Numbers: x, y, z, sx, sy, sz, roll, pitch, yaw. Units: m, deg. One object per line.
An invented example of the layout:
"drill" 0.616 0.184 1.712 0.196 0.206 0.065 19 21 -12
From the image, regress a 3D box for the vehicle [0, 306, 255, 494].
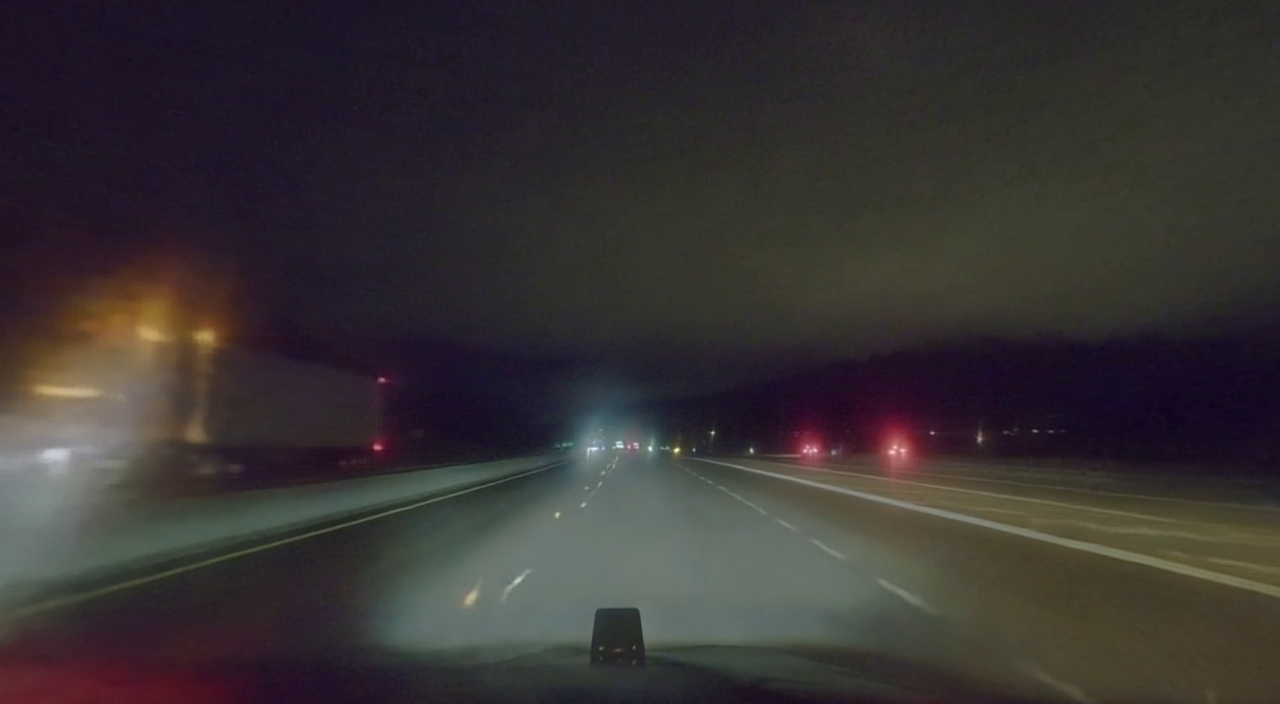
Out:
"vehicle" -14.395 1.495 17.454 3.338 4.291 6.206 0 -8 -1
